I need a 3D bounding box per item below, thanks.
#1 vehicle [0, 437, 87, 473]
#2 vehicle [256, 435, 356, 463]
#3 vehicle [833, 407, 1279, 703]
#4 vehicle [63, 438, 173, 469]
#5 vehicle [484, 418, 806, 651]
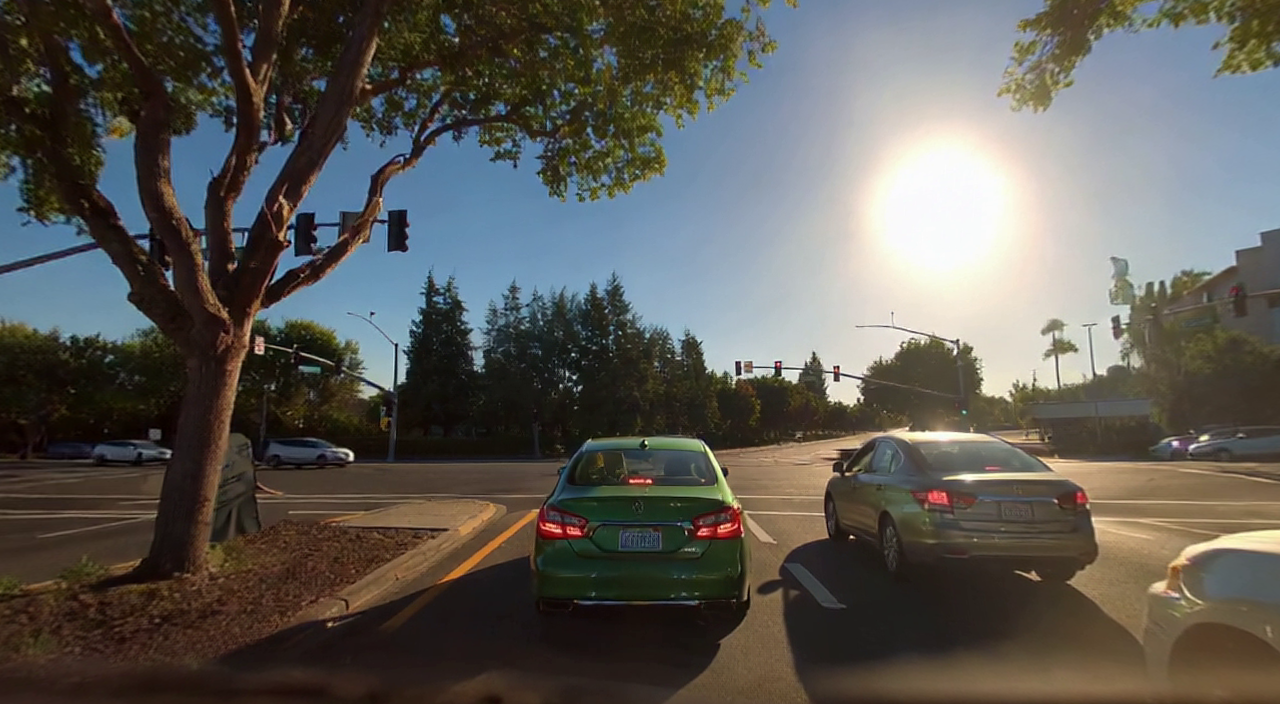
[{"bbox_3d":[-29.955,5.000,30.729,4.517,1.637,1.935,-1,-9,7],"label":"vehicle"},{"bbox_3d":[-19.511,5.691,37.077,4.754,1.583,1.954,0,-9,-2],"label":"vehicle"},{"bbox_3d":[3.097,1.300,4.854,1.861,1.479,4.371,0,-9,0],"label":"vehicle"},{"bbox_3d":[-28.035,5.443,33.993,4.416,1.597,1.887,-1,-9,6],"label":"vehicle"},{"bbox_3d":[0.028,1.467,6.146,2.026,1.458,4.175,0,-9,0],"label":"vehicle"}]
